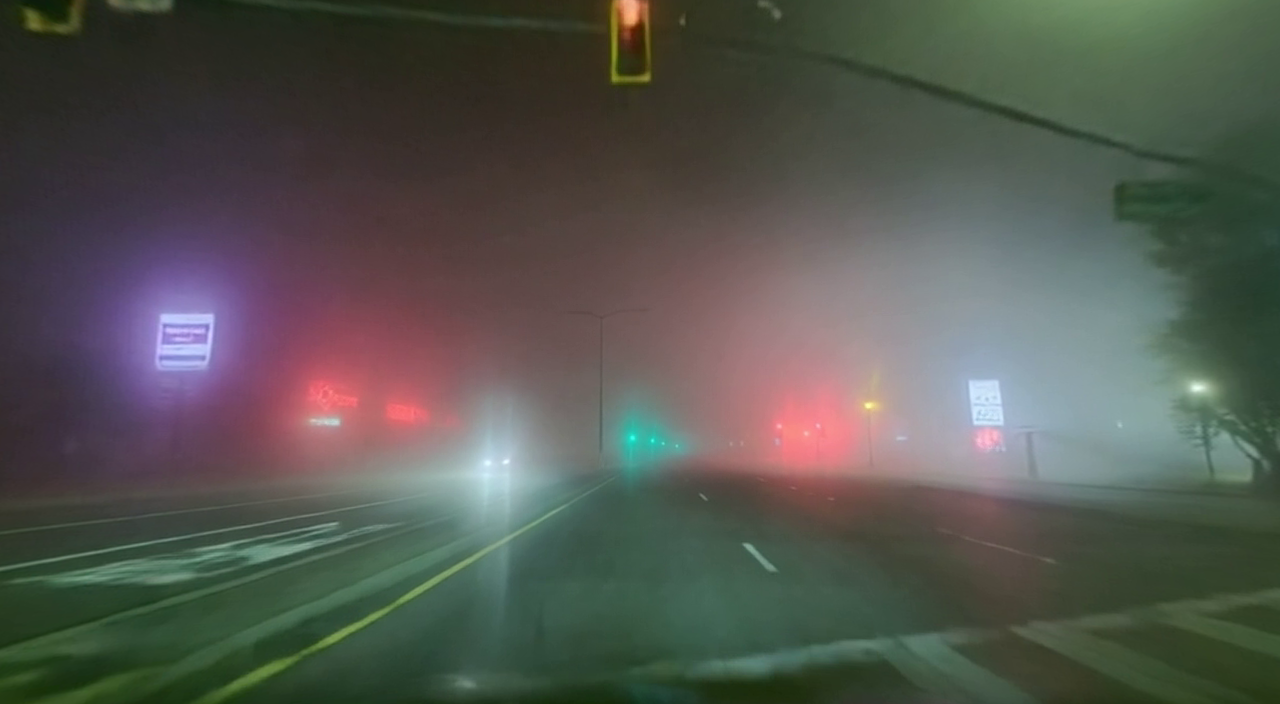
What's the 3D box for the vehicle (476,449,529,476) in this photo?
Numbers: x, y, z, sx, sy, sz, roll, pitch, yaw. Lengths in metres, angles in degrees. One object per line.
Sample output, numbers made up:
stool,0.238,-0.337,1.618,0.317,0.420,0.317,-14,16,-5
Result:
vehicle,-7.870,6.329,36.327,1.866,1.463,4.378,0,-9,3
